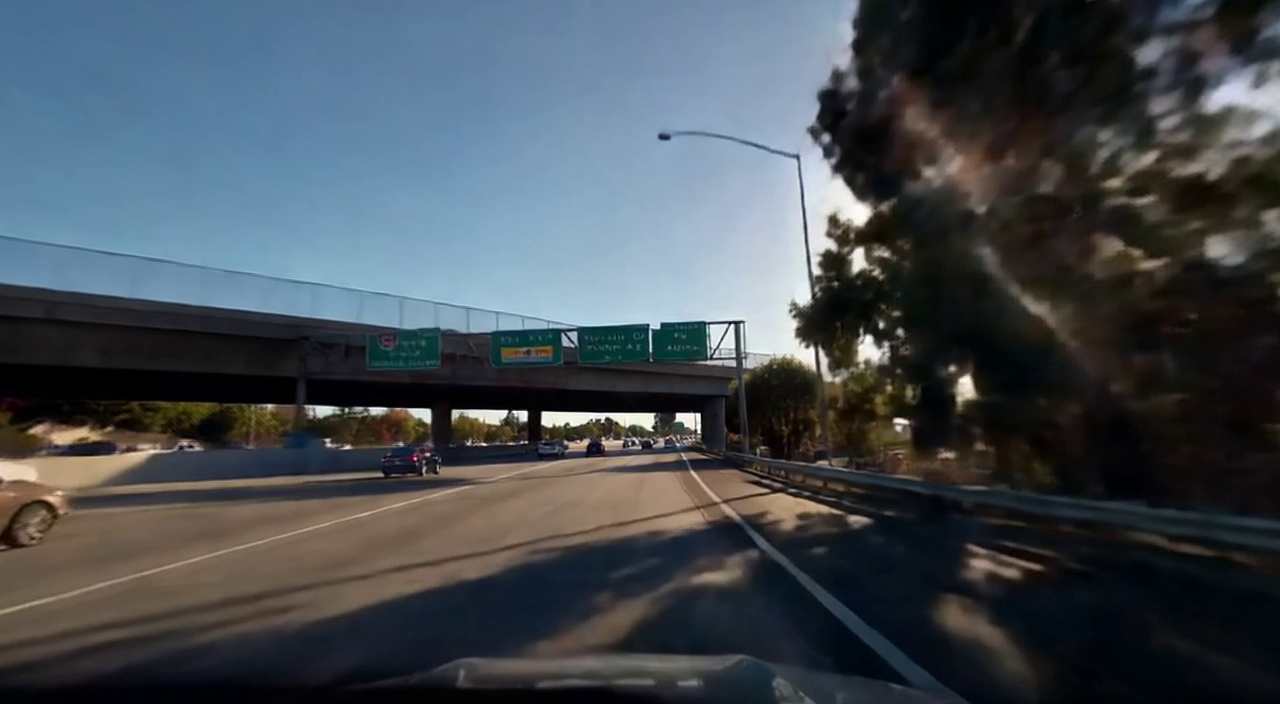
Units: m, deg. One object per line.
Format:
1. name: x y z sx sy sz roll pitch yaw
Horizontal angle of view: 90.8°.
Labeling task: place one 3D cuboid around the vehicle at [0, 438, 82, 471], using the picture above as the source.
1. vehicle: -30.969 5.088 31.585 1.943 1.548 4.560 0 -8 -1

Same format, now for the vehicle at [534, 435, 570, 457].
1. vehicle: -6.479 6.980 47.030 2.271 1.537 4.029 0 -8 -3
